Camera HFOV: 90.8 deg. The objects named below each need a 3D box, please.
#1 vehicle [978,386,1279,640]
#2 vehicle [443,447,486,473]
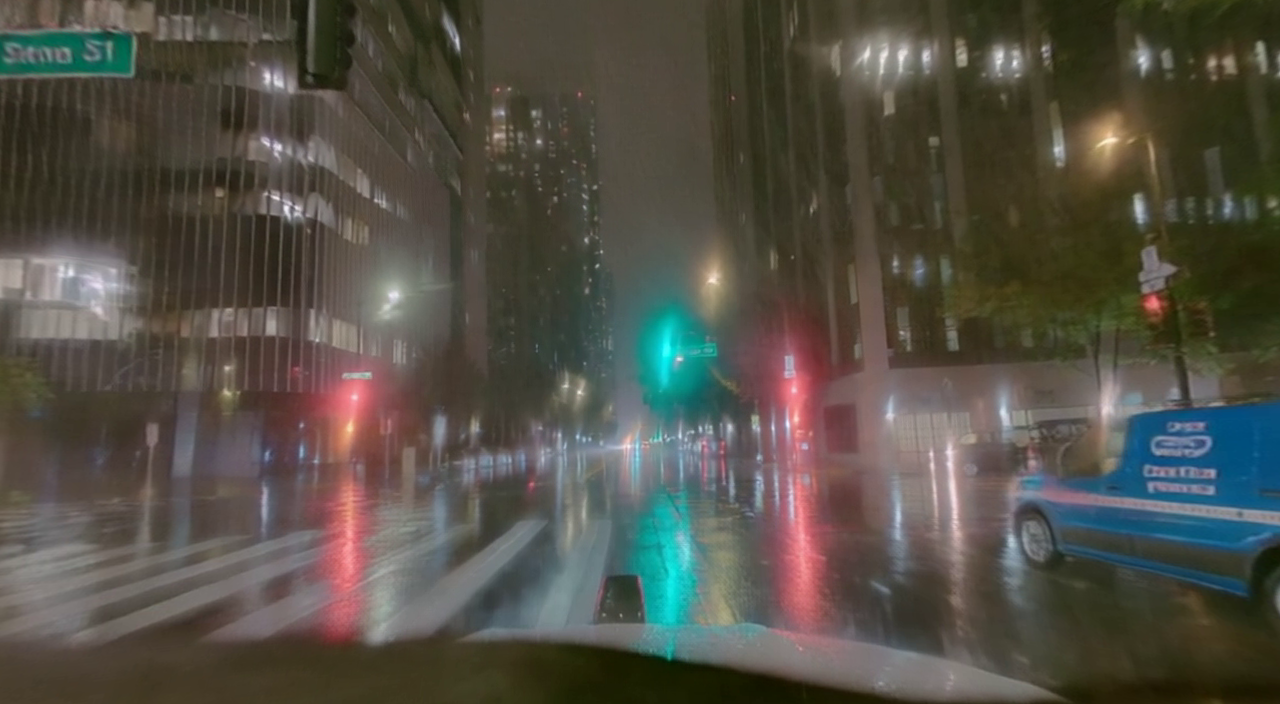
[{"bbox_3d":[5.589,1.347,5.827,2.070,1.804,4.881,0,-8,-2],"label":"vehicle"},{"bbox_3d":[-12.438,7.653,45.086,1.935,1.639,4.244,-3,-8,-2],"label":"vehicle"}]
